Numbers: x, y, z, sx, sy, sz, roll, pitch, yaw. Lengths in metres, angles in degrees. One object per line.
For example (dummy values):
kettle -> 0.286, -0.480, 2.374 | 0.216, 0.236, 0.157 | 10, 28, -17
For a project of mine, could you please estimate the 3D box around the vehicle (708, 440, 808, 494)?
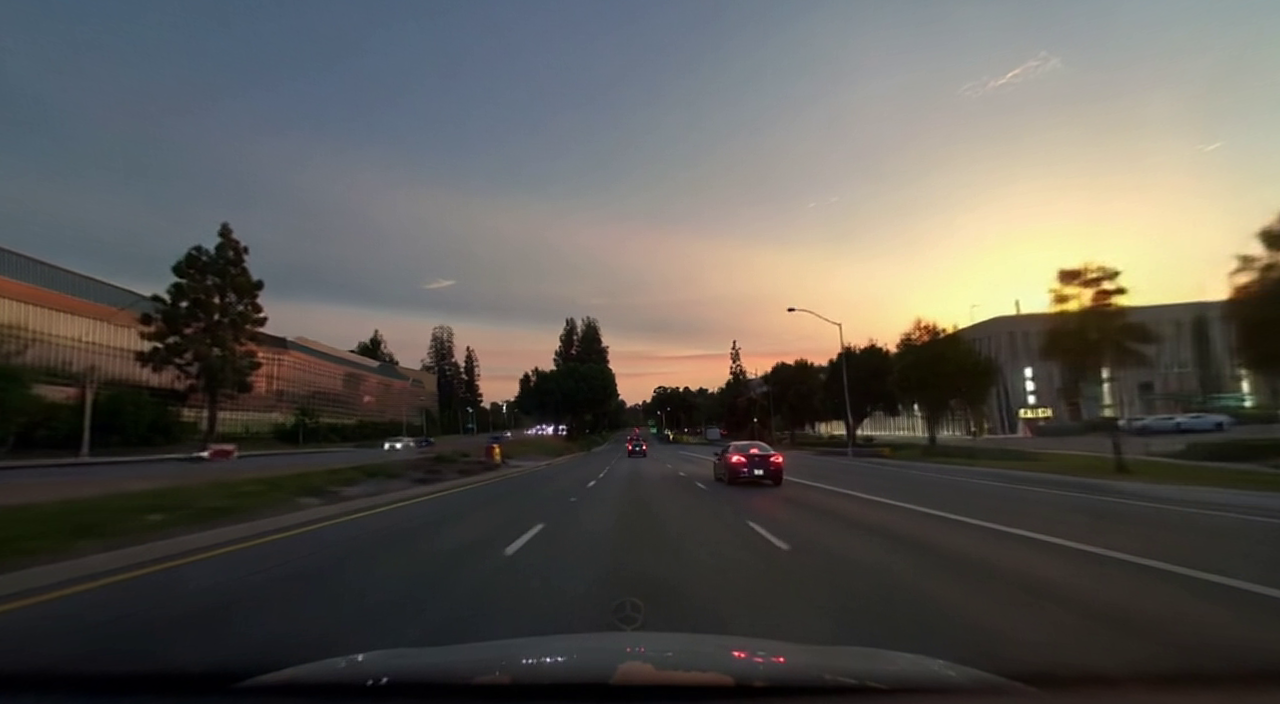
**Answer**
vehicle -> 3.375, 3.395, 19.040 | 2.069, 1.431, 4.313 | 0, -9, -2

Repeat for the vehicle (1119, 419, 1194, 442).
vehicle -> 40.052, 6.097, 49.031 | 4.263, 1.563, 1.862 | -9, -10, 35

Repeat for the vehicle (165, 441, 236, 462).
vehicle -> -31.794, 7.192, 45.809 | 1.971, 1.461, 4.469 | 0, -8, -1
